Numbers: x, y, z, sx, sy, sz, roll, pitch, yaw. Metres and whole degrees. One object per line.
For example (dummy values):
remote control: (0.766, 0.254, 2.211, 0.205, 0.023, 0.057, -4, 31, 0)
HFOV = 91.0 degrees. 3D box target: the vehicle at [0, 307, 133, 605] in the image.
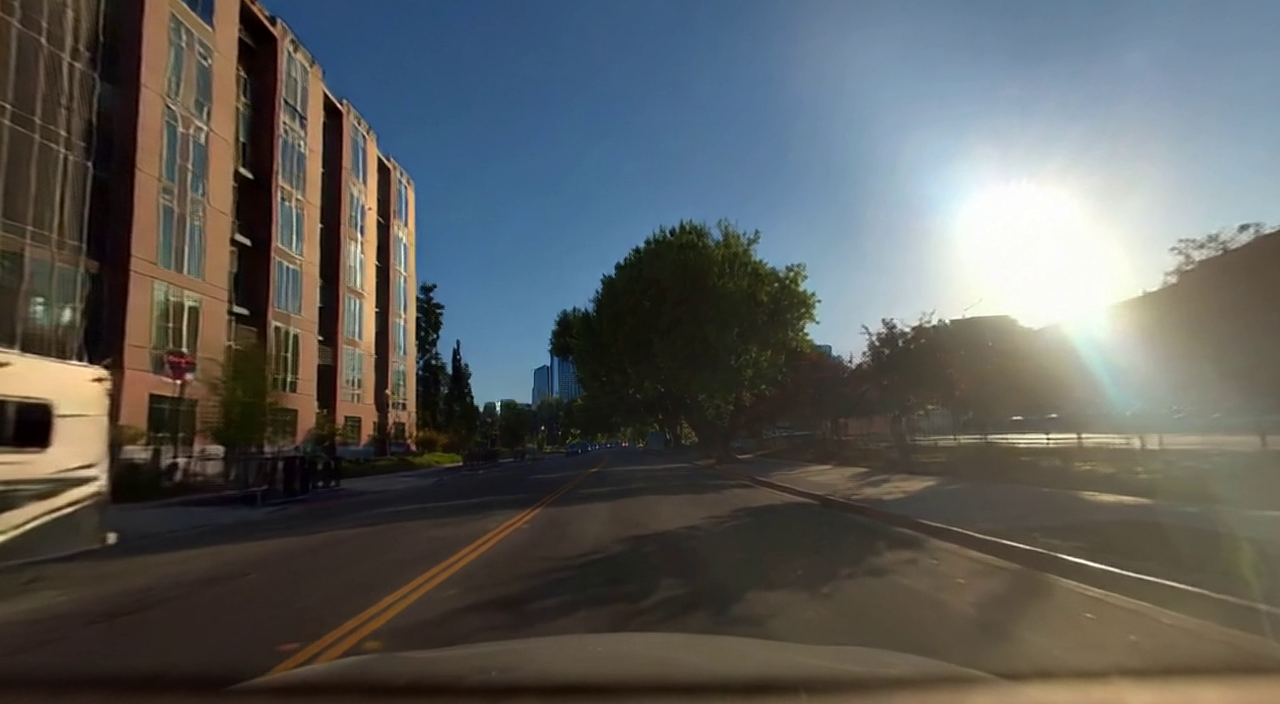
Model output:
vehicle: (-7.436, 0.610, 3.293, 3.108, 2.771, 7.999, 1, -8, -2)
